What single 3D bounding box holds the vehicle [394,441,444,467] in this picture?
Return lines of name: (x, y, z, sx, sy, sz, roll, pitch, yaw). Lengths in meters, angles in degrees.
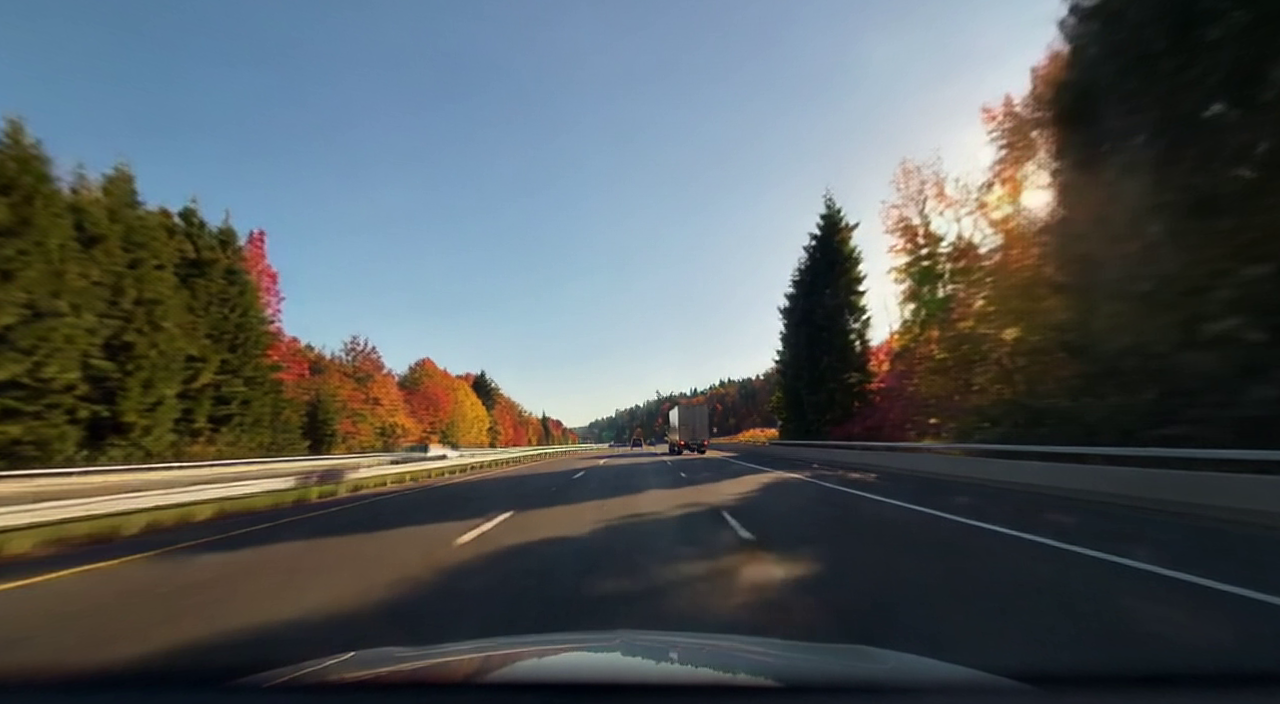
vehicle: (-13.916, 6.413, 39.718, 1.806, 1.491, 3.826, 0, -8, -1)
